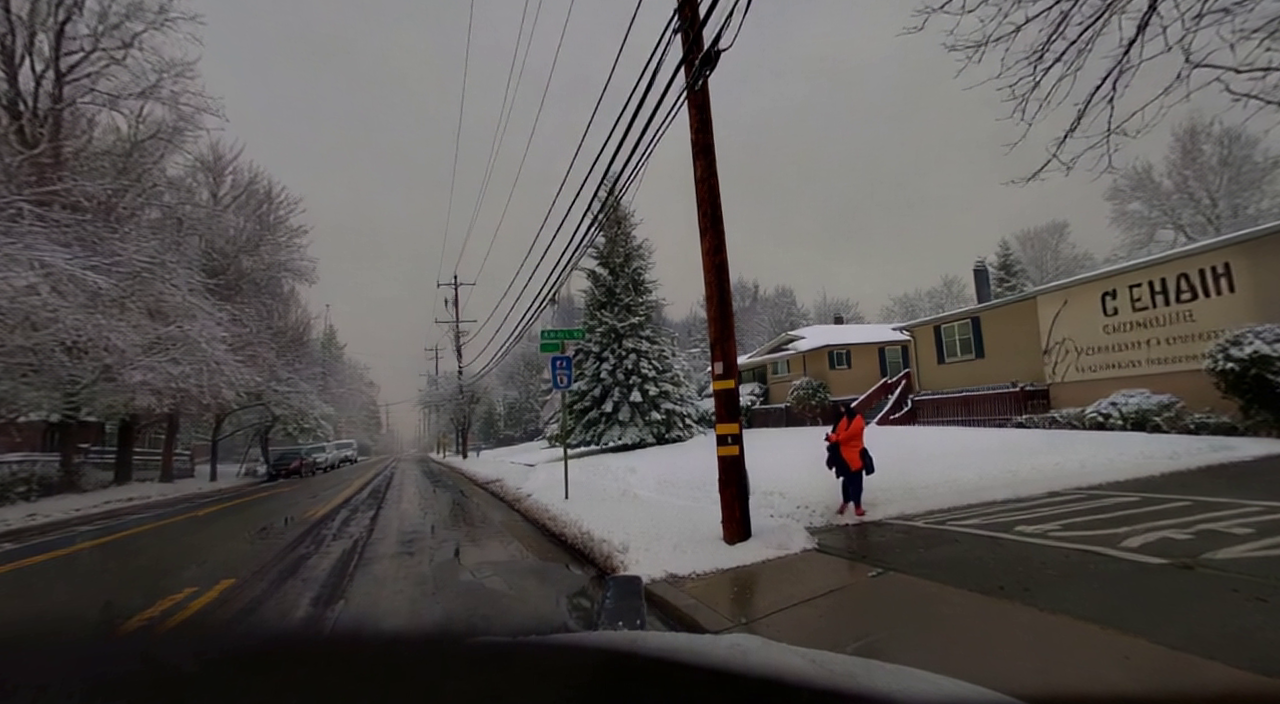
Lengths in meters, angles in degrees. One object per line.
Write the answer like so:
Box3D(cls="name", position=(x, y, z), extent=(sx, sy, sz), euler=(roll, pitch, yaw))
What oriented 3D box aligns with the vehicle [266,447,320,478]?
Box3D(cls="vehicle", position=(-22.043, 6.979, 40.332), extent=(2.203, 1.787, 4.704), euler=(3, -9, -19))
